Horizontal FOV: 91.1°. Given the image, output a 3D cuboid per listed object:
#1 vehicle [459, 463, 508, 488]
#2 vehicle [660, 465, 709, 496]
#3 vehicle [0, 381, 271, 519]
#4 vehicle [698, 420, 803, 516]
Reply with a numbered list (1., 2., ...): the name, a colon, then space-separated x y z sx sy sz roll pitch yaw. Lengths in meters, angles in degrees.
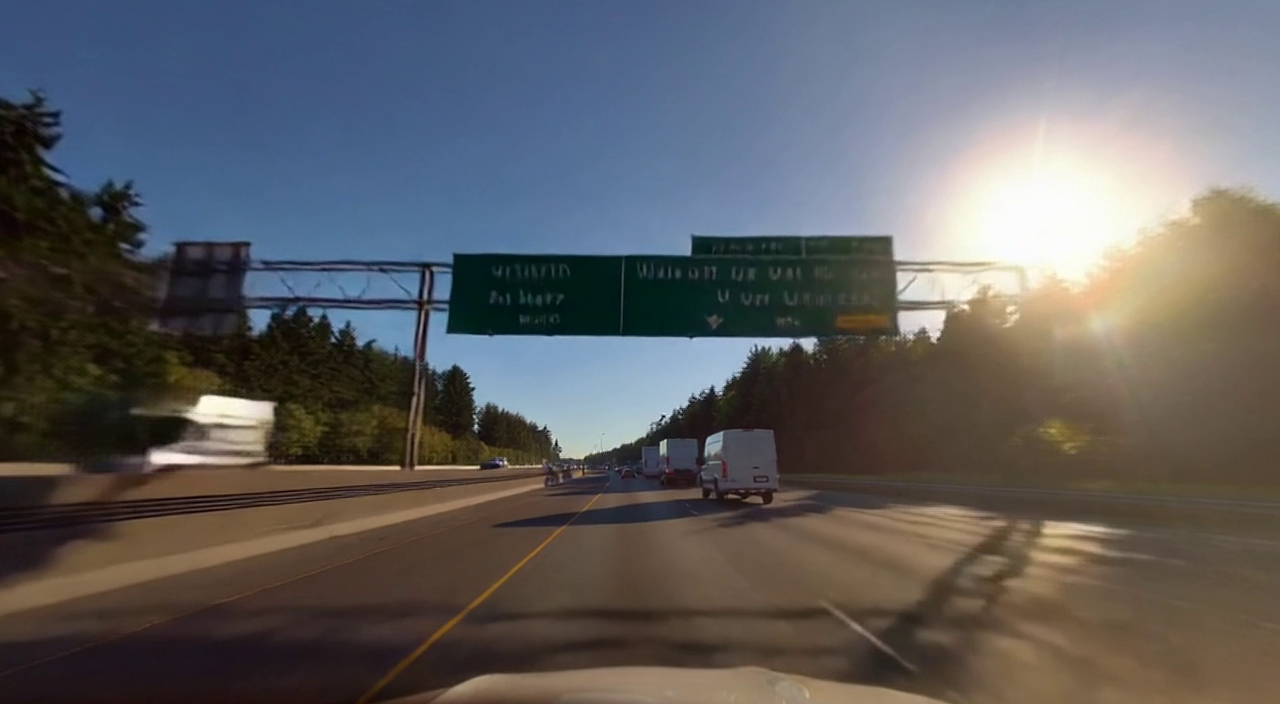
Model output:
1. vehicle: -10.010 7.920 40.513 1.912 1.497 4.625 1 -10 0
2. vehicle: 2.261 6.755 33.281 2.081 1.453 4.300 1 -10 -3
3. vehicle: -13.685 2.785 17.470 2.623 3.039 6.703 1 -10 0
4. vehicle: 3.360 3.747 20.432 2.291 2.639 5.280 1 -10 -2
